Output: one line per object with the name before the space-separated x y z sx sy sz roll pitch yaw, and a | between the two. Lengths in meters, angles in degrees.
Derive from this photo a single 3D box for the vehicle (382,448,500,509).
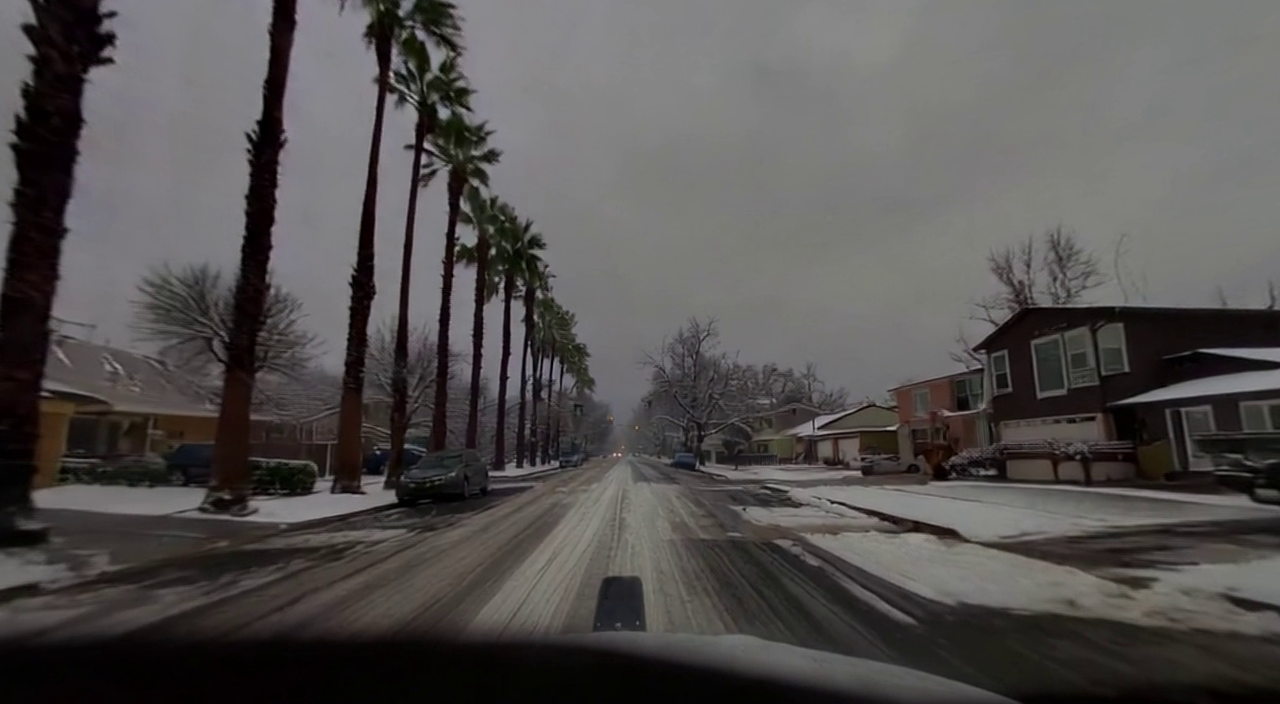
vehicle | -5.717 3.661 18.881 2.079 1.486 4.877 -2 -8 -2

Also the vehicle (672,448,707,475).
vehicle | 3.564 7.954 46.141 1.976 1.771 4.377 3 -9 -2
